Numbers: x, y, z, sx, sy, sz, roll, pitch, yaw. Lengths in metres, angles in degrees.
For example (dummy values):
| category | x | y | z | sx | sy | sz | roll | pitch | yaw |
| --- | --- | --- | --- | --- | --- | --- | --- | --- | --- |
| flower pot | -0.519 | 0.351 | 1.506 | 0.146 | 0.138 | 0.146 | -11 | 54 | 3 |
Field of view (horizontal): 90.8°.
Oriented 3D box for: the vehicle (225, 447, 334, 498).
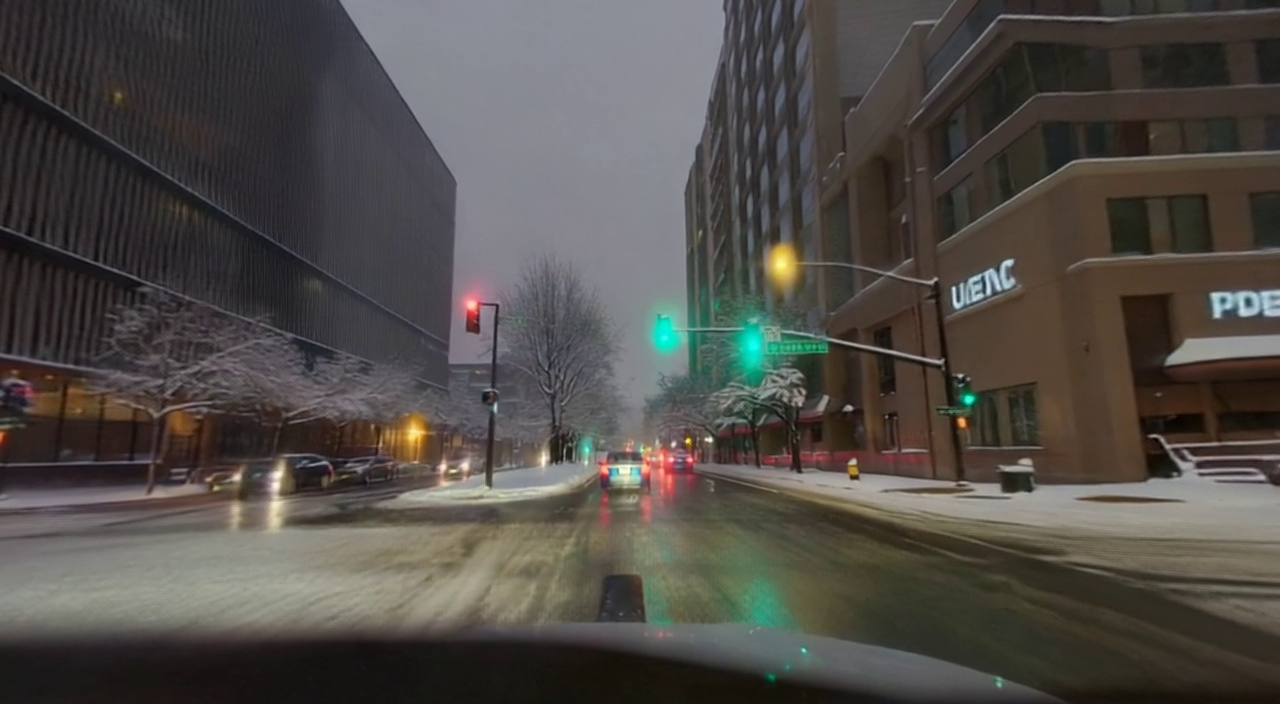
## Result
| category | x | y | z | sx | sy | sz | roll | pitch | yaw |
| --- | --- | --- | --- | --- | --- | --- | --- | --- | --- |
| vehicle | -15.788 | 5.262 | 28.058 | 2.119 | 1.815 | 4.795 | -3 | -7 | -1 |

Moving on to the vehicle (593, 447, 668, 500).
| category | x | y | z | sx | sy | sz | roll | pitch | yaw |
| --- | --- | --- | --- | --- | --- | --- | --- | --- | --- |
| vehicle | -0.306 | 3.797 | 20.166 | 2.144 | 1.398 | 3.963 | 2 | -8 | -1 |

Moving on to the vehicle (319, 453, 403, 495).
| category | x | y | z | sx | sy | sz | roll | pitch | yaw |
| --- | --- | --- | --- | --- | --- | --- | --- | --- | --- |
| vehicle | -12.483 | 5.437 | 28.608 | 2.000 | 1.507 | 4.286 | -3 | -7 | -2 |

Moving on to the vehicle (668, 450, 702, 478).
| category | x | y | z | sx | sy | sz | roll | pitch | yaw |
| --- | --- | --- | --- | --- | --- | --- | --- | --- | --- |
| vehicle | 3.239 | 8.101 | 46.009 | 2.078 | 1.799 | 4.089 | 1 | -8 | 0 |
